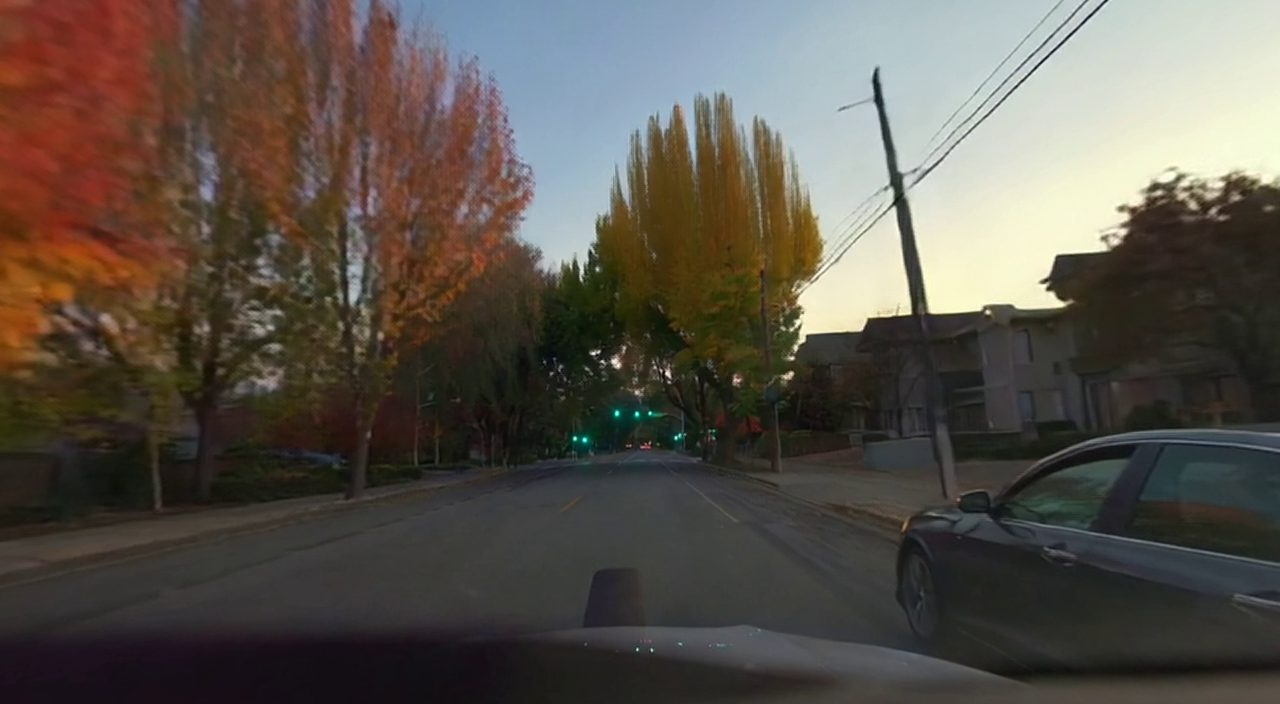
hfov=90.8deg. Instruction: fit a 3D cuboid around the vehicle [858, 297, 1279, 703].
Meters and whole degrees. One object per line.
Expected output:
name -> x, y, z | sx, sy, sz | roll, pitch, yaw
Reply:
vehicle -> 2.952, 0.877, 2.719 | 2.224, 1.791, 4.834 | 0, -9, -1
